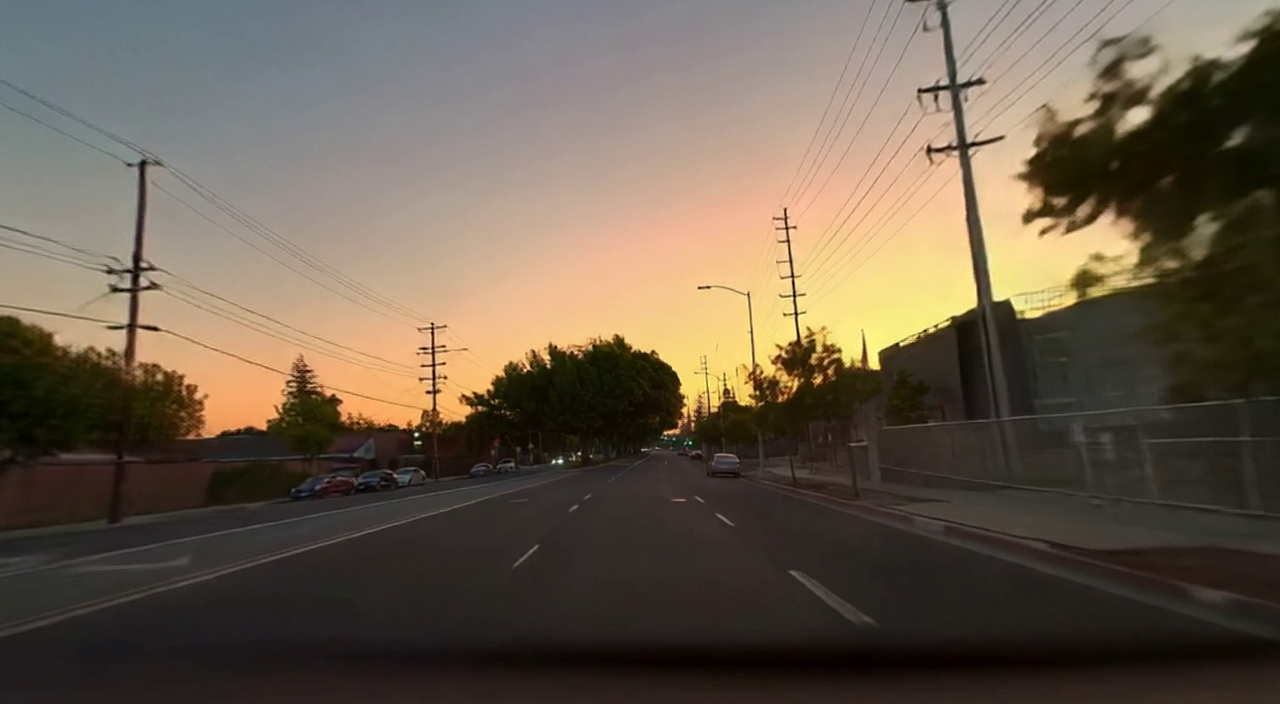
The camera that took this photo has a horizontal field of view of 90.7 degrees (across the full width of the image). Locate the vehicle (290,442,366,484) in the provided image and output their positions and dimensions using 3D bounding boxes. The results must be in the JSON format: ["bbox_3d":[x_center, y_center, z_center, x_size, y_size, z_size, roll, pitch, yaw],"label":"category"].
[{"bbox_3d":[-24.313,8.678,49.441,4.857,2.616,2.616,-3,-10,-16],"label":"vehicle"}]

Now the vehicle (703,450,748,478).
[{"bbox_3d":[4.830,6.405,36.400,2.002,1.459,4.357,-1,-8,0],"label":"vehicle"}]

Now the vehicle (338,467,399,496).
[{"bbox_3d":[-17.020,8.106,39.900,1.845,1.450,4.457,-6,-10,-1],"label":"vehicle"}]

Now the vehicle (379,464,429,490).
[{"bbox_3d":[-16.912,8.959,45.497,1.852,1.551,4.276,-6,-10,0],"label":"vehicle"}]

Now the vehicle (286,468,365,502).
[{"bbox_3d":[-17.065,7.222,34.591,1.892,1.515,4.622,-6,-10,1],"label":"vehicle"}]
